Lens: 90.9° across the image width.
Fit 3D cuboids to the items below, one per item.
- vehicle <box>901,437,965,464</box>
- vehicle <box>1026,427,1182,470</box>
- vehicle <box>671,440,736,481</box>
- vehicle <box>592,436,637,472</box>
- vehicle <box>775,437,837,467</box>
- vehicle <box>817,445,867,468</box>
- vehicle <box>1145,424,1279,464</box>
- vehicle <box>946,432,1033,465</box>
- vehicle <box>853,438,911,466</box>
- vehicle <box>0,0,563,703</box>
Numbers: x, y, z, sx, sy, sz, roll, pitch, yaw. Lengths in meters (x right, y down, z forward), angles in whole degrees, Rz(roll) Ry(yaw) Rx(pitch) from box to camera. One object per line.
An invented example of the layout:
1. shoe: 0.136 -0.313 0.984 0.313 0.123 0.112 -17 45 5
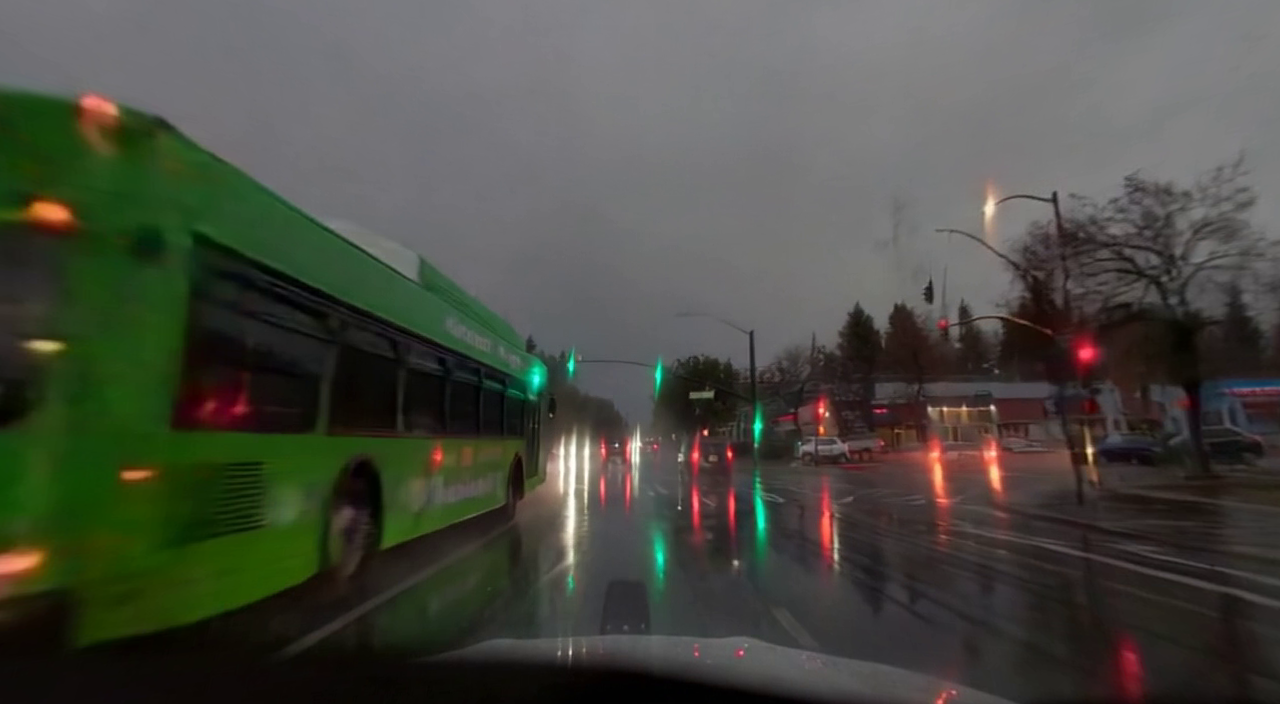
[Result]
1. vehicle: 19.749 6.662 42.684 2.143 1.731 4.290 1 -8 -2
2. vehicle: 22.482 4.684 30.736 5.766 2.002 2.298 0 -9 -1
3. vehicle: 2.522 4.447 26.136 2.046 1.540 3.883 1 -8 -4
4. vehicle: -1.390 5.513 34.315 2.301 1.837 4.411 0 -8 -2
5. vehicle: 11.056 6.714 42.418 2.304 1.907 4.844 1 -9 -8
6. vehicle: 13.523 6.996 42.346 1.860 1.443 3.772 0 -8 -5
7. vehicle: 35.274 5.645 38.714 6.271 2.145 2.510 -2 -8 -1
8. vehicle: 23.392 6.428 42.489 2.384 1.959 5.372 -2 -7 -6
9. vehicle: 16.341 6.776 42.874 2.020 1.796 4.600 0 -8 -2
10. vehicle: -3.629 1.130 9.313 3.018 3.217 13.998 0 -8 1
